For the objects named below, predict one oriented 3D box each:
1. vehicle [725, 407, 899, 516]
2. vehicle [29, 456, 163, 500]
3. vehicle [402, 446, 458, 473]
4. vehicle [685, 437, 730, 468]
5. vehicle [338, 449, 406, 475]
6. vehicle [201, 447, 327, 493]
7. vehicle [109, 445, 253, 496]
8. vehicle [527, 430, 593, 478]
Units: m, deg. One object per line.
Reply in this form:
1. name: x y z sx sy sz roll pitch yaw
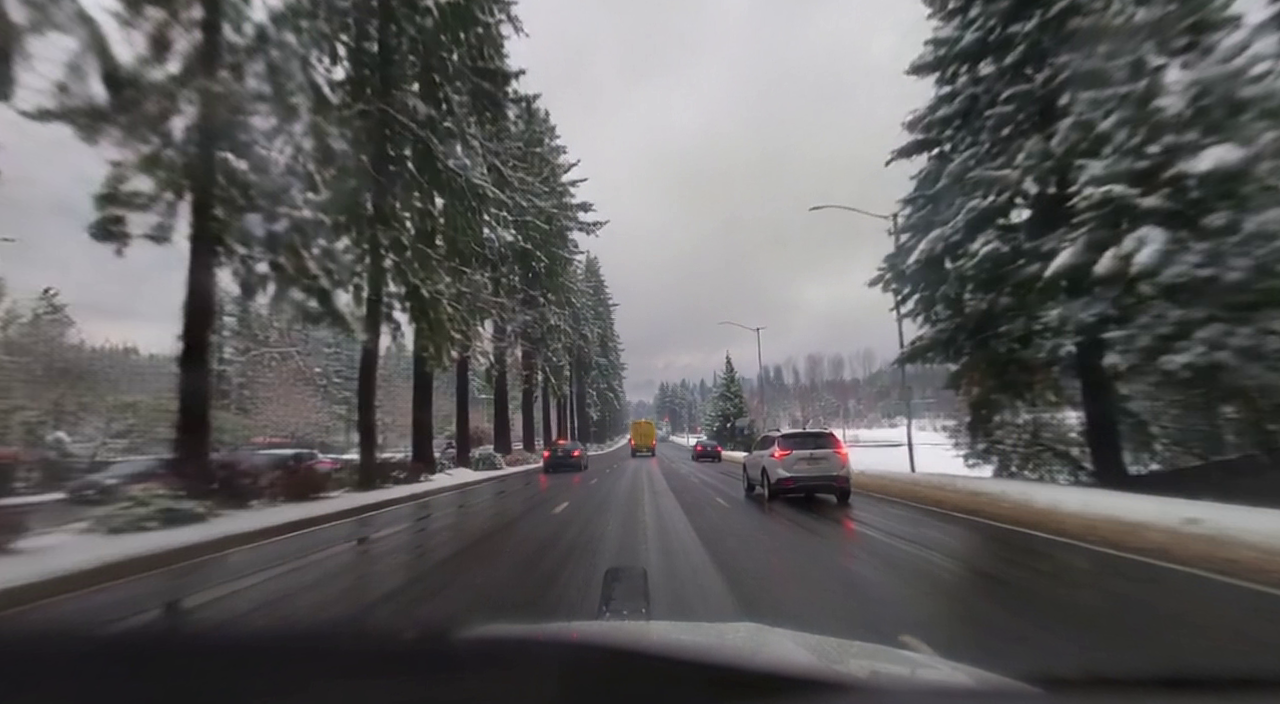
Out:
1. vehicle: 3.616 2.486 14.783 2.381 2.008 5.971 0 -8 0
2. vehicle: -24.125 5.560 28.246 2.173 1.674 4.690 1 -8 -7
3. vehicle: -13.482 6.898 40.840 1.989 1.584 5.018 0 -8 -1
4. vehicle: 4.102 6.216 39.193 2.280 1.757 4.572 0 -8 0
5. vehicle: -17.136 7.019 40.595 2.105 1.507 4.927 0 -8 1
6. vehicle: -13.735 4.289 23.387 1.887 1.513 4.442 0 -8 0
7. vehicle: -17.664 4.523 24.615 2.059 1.780 4.641 0 -8 1
8. vehicle: -3.483 4.572 28.411 2.255 1.940 4.822 0 -8 1
